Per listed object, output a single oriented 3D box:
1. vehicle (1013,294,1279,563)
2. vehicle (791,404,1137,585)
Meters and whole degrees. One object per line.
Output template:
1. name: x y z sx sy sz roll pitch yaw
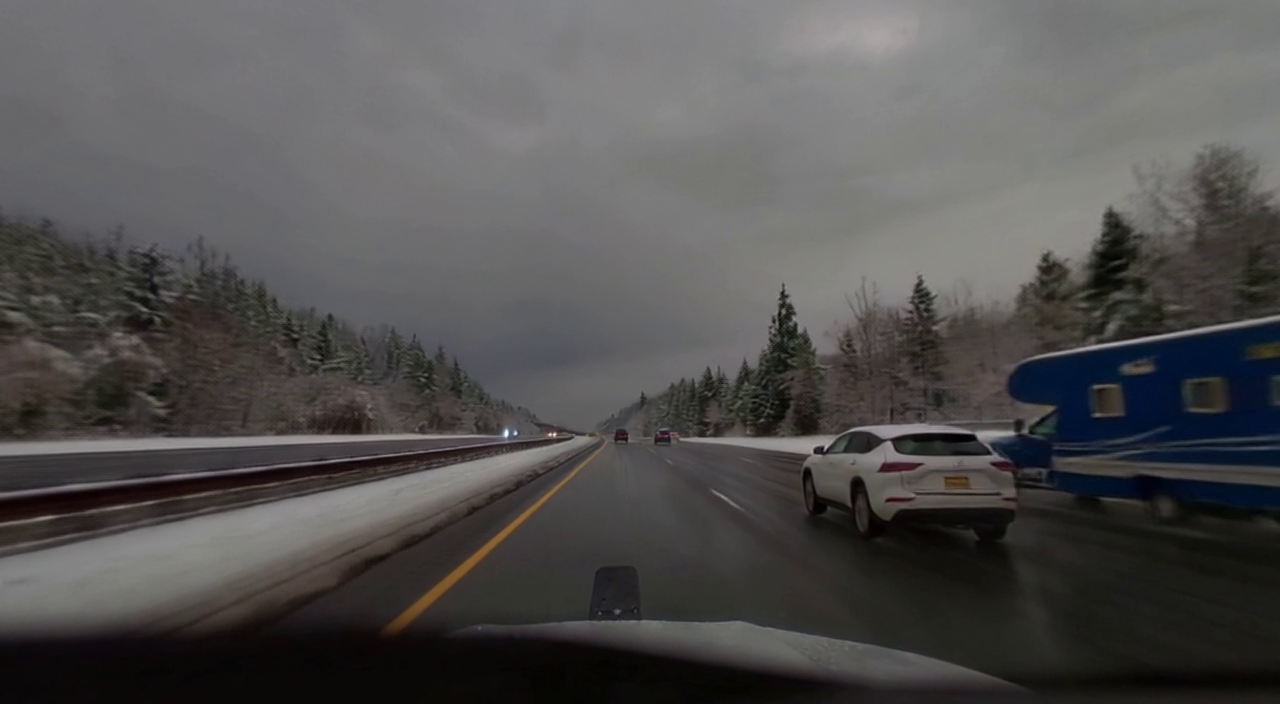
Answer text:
1. vehicle: 7.735 0.966 7.825 2.594 2.701 5.573 0 -8 -2
2. vehicle: 3.320 1.503 7.513 2.002 1.569 3.845 0 -8 -1
